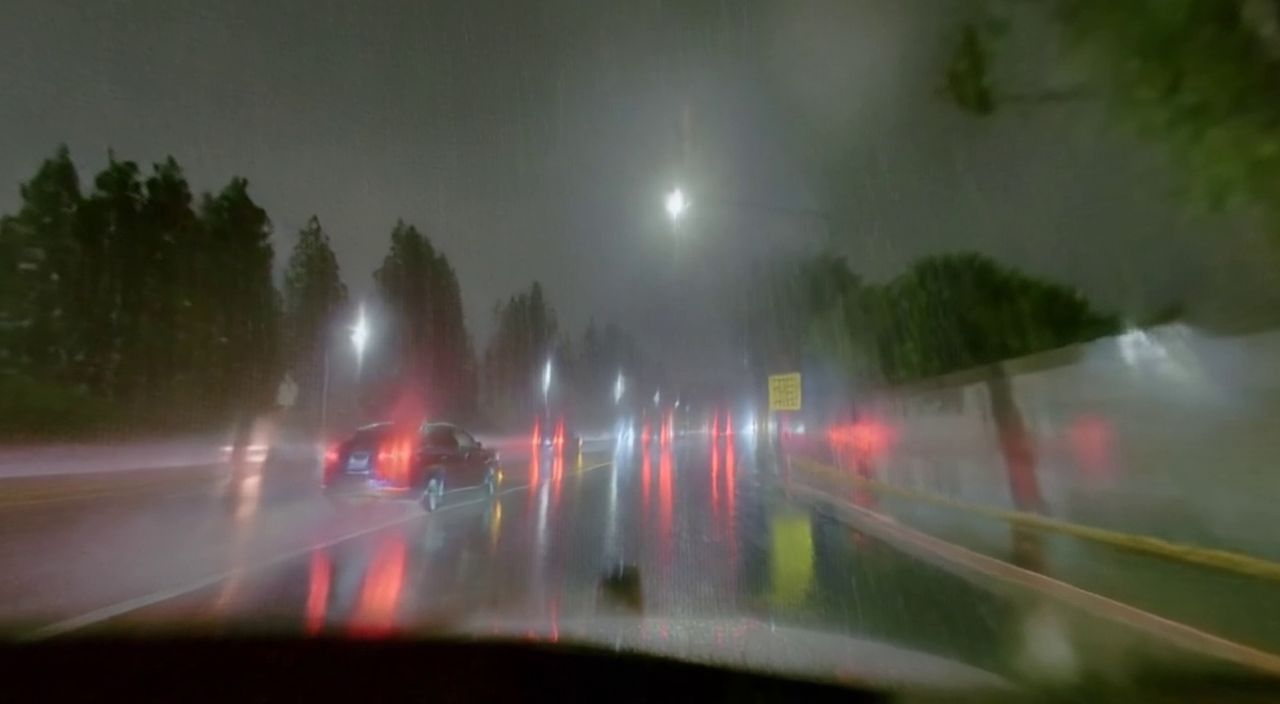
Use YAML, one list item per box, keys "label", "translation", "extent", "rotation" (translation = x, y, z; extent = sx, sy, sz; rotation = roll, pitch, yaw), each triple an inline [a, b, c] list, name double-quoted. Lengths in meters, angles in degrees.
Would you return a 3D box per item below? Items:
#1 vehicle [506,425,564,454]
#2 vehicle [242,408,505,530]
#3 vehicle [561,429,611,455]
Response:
- label: "vehicle"
  translation: [-6.630, 5.600, 40.503]
  extent: [2.089, 1.736, 4.662]
  rotation: [-2, -8, 12]
- label: "vehicle"
  translation: [-4.188, 1.938, 11.031]
  extent: [2.082, 1.638, 4.644]
  rotation: [-2, -8, 8]
- label: "vehicle"
  translation: [-3.211, 5.485, 38.546]
  extent: [1.860, 1.442, 4.332]
  rotation: [-2, -8, 11]
